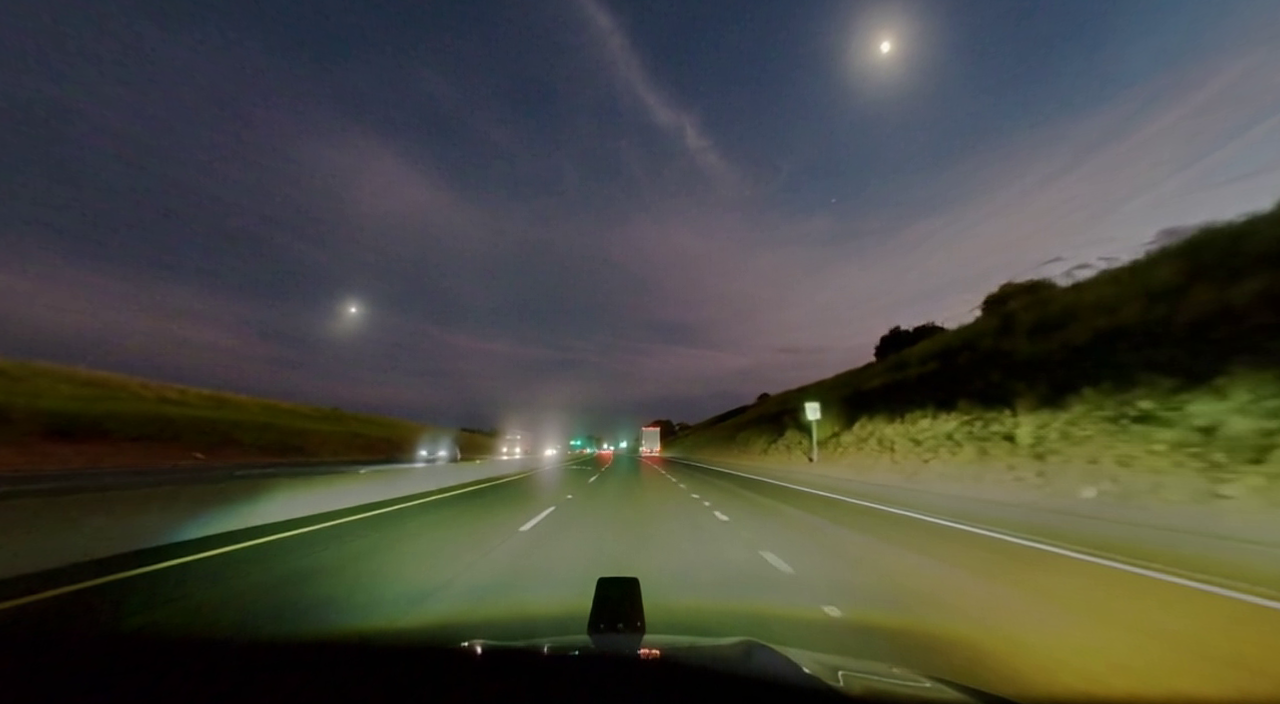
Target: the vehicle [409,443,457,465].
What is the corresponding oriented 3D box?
[{"bbox_3d":[-15.291,7.543,46.751,2.138,1.490,4.344,0,-9,0],"label":"vehicle"}]
